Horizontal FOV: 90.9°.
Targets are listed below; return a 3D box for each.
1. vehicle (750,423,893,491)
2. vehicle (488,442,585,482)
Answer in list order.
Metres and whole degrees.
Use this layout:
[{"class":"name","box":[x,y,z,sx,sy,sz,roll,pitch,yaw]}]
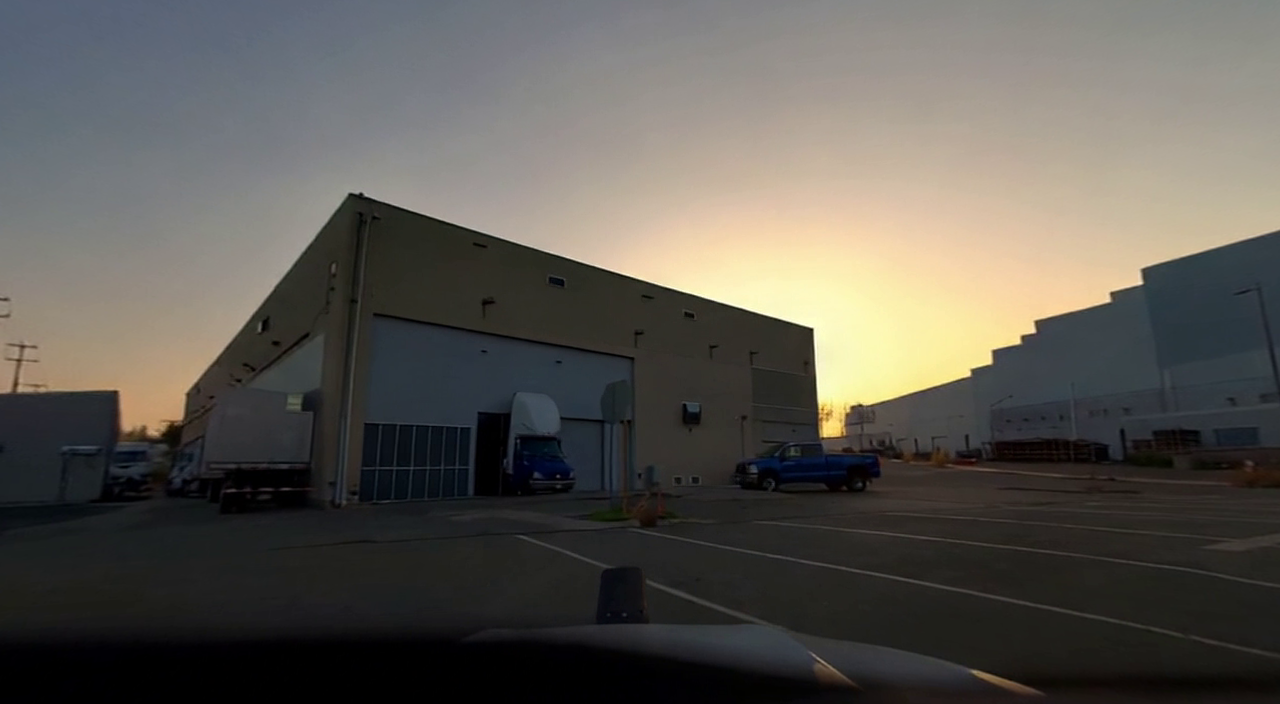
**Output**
[{"class":"vehicle","box":[8.710,5.070,30.363,6.271,3.004,2.298,4,-11,-19]},{"class":"vehicle","box":[-5.990,6.309,36.458,5.207,2.103,1.997,3,-9,-20]}]
